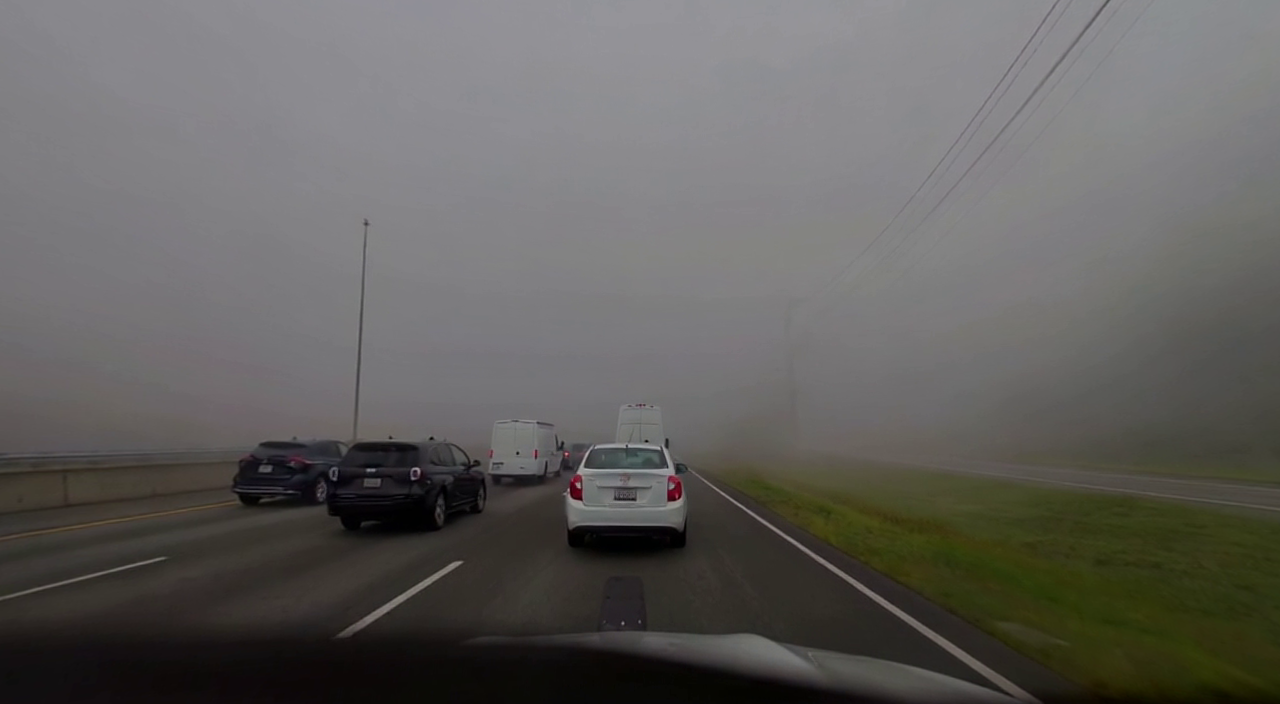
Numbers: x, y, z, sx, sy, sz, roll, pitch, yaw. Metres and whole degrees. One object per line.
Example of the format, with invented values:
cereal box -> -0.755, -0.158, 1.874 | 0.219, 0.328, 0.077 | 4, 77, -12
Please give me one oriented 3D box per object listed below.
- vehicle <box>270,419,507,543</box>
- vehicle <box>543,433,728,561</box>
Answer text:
vehicle -> -3.895, 2.081, 10.791 | 2.114, 1.657, 4.432 | 0, -8, 2
vehicle -> -0.050, 1.926, 9.109 | 2.054, 1.421, 4.090 | 0, -8, 0
